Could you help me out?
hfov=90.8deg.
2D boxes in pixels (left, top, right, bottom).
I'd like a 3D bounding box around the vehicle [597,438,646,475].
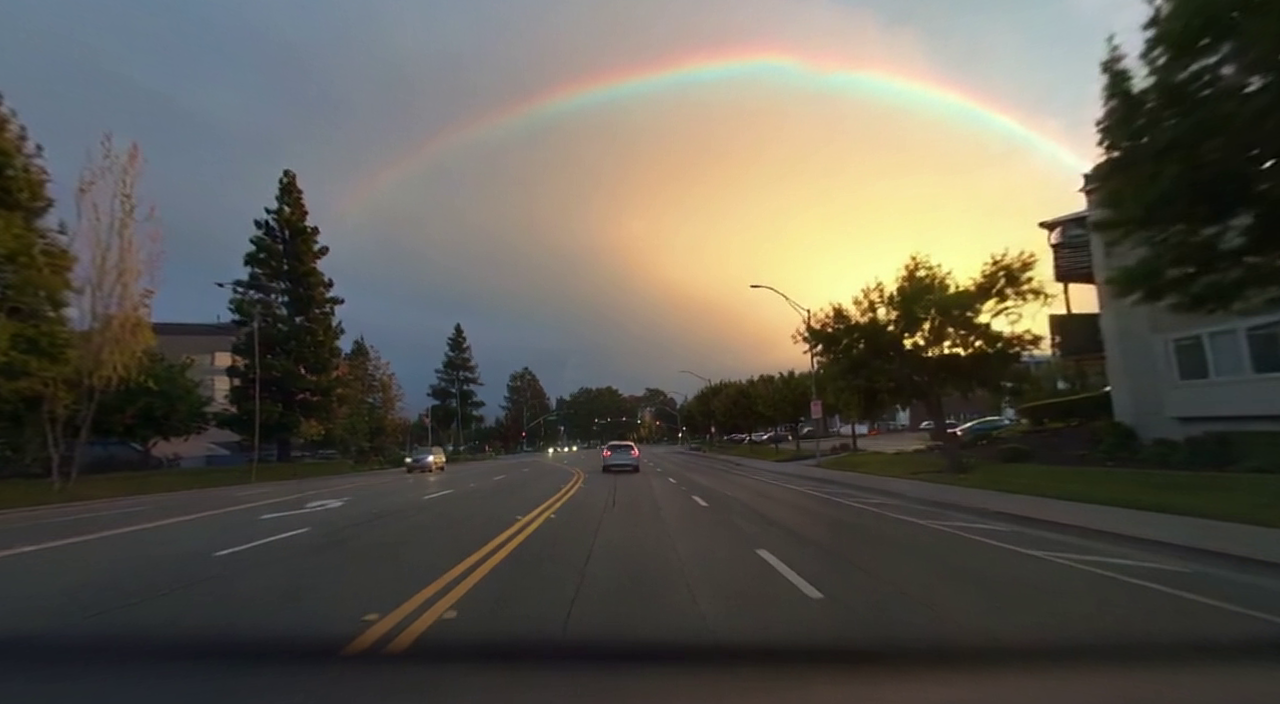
[{"bbox_3d":[-0.890,5.005,30.443,2.181,1.639,4.127,0,-9,-2],"label":"vehicle"}]
